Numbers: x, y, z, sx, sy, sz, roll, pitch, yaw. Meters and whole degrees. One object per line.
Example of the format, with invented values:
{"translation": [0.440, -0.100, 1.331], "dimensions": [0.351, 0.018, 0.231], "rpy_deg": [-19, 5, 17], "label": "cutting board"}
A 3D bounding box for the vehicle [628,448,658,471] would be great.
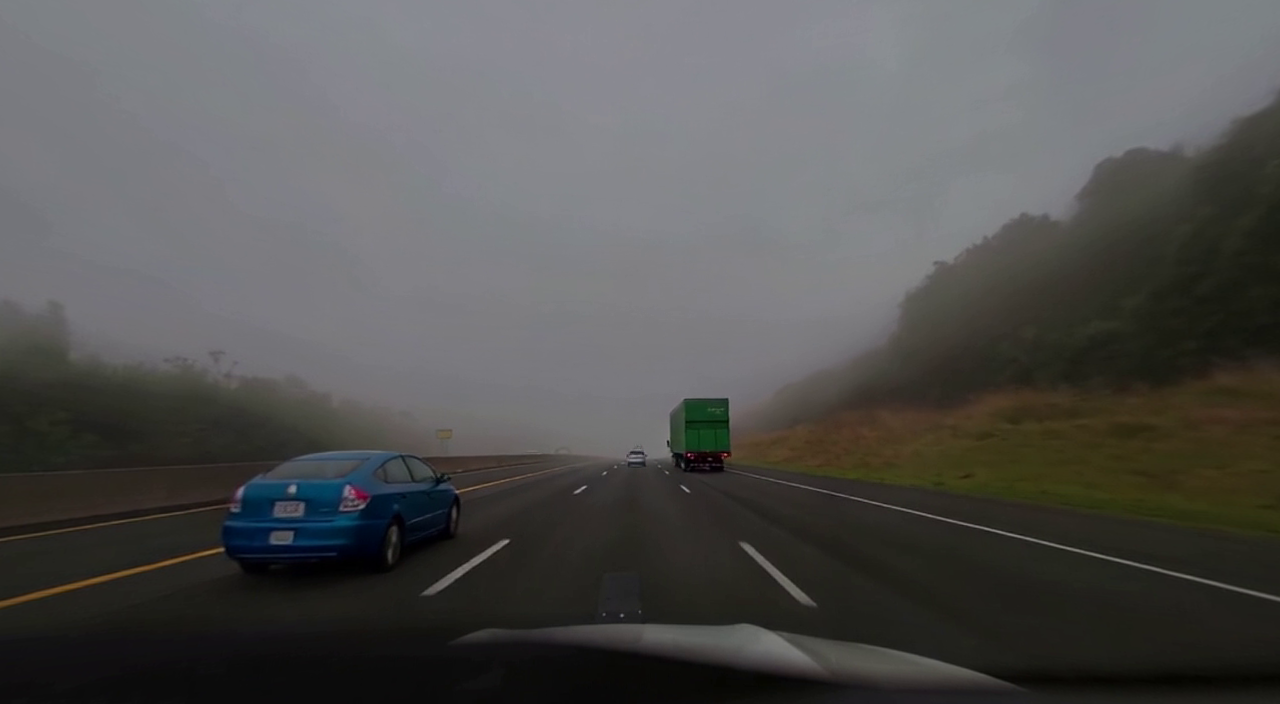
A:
{"translation": [0.196, 7.228, 42.655], "dimensions": [1.931, 1.453, 3.695], "rpy_deg": [0, -9, -1], "label": "vehicle"}

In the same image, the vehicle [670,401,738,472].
{"translation": [3.922, 5.784, 42.346], "dimensions": [2.947, 3.989, 13.568], "rpy_deg": [0, -9, -1], "label": "vehicle"}

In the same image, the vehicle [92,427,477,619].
{"translation": [-3.402, 1.689, 7.183], "dimensions": [1.952, 1.521, 4.095], "rpy_deg": [0, -9, 0], "label": "vehicle"}
